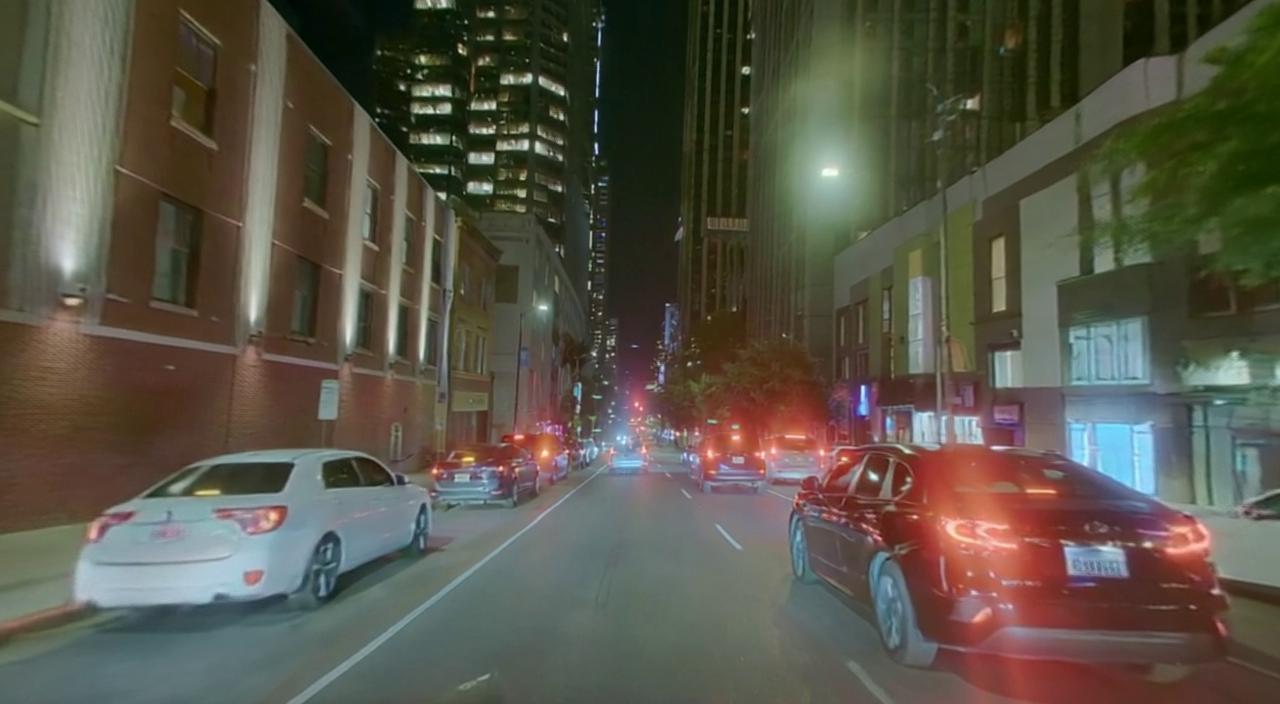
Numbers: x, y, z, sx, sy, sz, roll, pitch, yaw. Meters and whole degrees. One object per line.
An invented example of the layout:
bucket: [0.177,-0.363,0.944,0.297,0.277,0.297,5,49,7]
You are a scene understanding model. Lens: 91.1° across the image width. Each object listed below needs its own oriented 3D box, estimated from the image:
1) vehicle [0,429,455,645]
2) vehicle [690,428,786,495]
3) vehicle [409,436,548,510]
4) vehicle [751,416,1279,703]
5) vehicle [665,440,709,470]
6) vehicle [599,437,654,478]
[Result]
vehicle: [-3.645,1.603,6.588,1.954,1.462,4.407,0,-8,1]
vehicle: [2.724,3.171,18.527,2.002,1.707,4.547,0,-8,-1]
vehicle: [-3.617,2.805,15.115,1.972,1.471,4.795,0,-8,1]
vehicle: [2.438,1.394,5.297,2.080,1.495,4.591,0,-8,-1]
vehicle: [2.439,5.483,33.624,1.966,1.475,4.528,0,-8,-1]
vehicle: [-0.497,4.132,24.784,2.007,1.460,3.923,0,-8,0]
